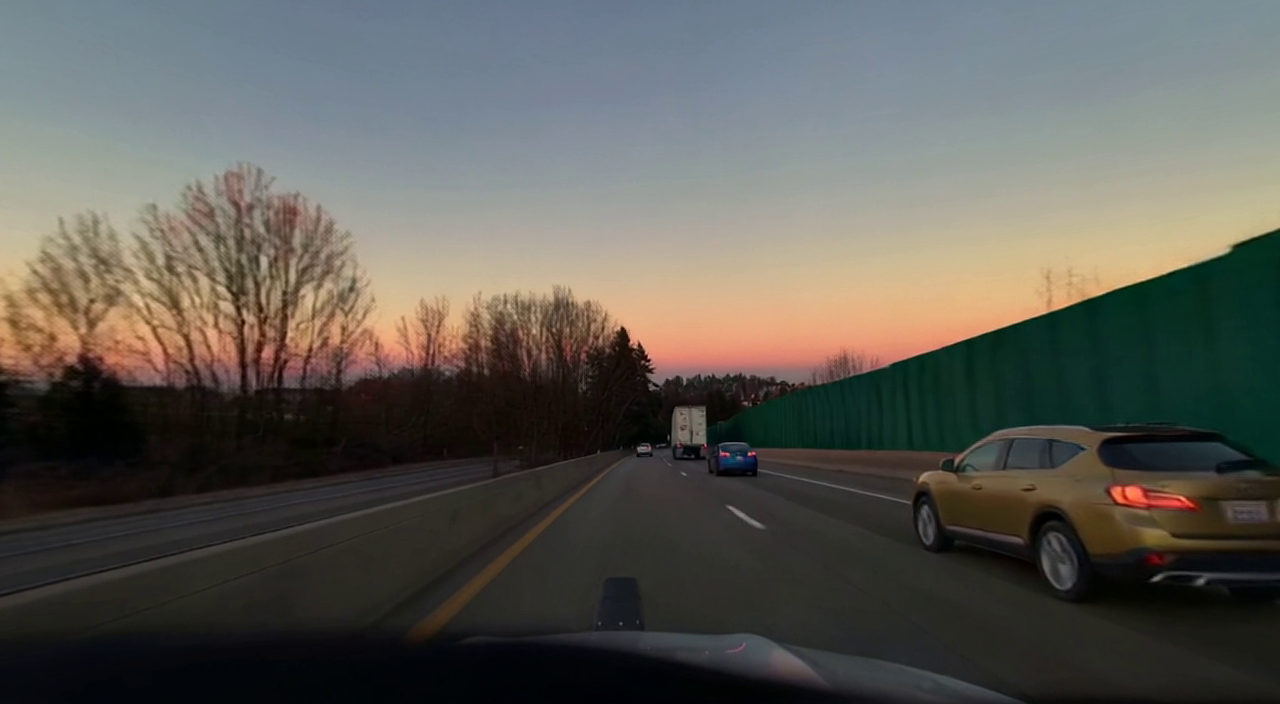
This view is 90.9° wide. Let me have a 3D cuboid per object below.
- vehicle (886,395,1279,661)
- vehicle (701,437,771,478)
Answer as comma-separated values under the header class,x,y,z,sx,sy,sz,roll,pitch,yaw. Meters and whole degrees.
class,x,y,z,sx,sy,sz,roll,pitch,yaw
vehicle,4.110,1.318,5.767,1.940,1.539,4.005,1,-8,-2
vehicle,3.756,4.218,25.485,2.000,1.473,4.440,1,-8,-2
